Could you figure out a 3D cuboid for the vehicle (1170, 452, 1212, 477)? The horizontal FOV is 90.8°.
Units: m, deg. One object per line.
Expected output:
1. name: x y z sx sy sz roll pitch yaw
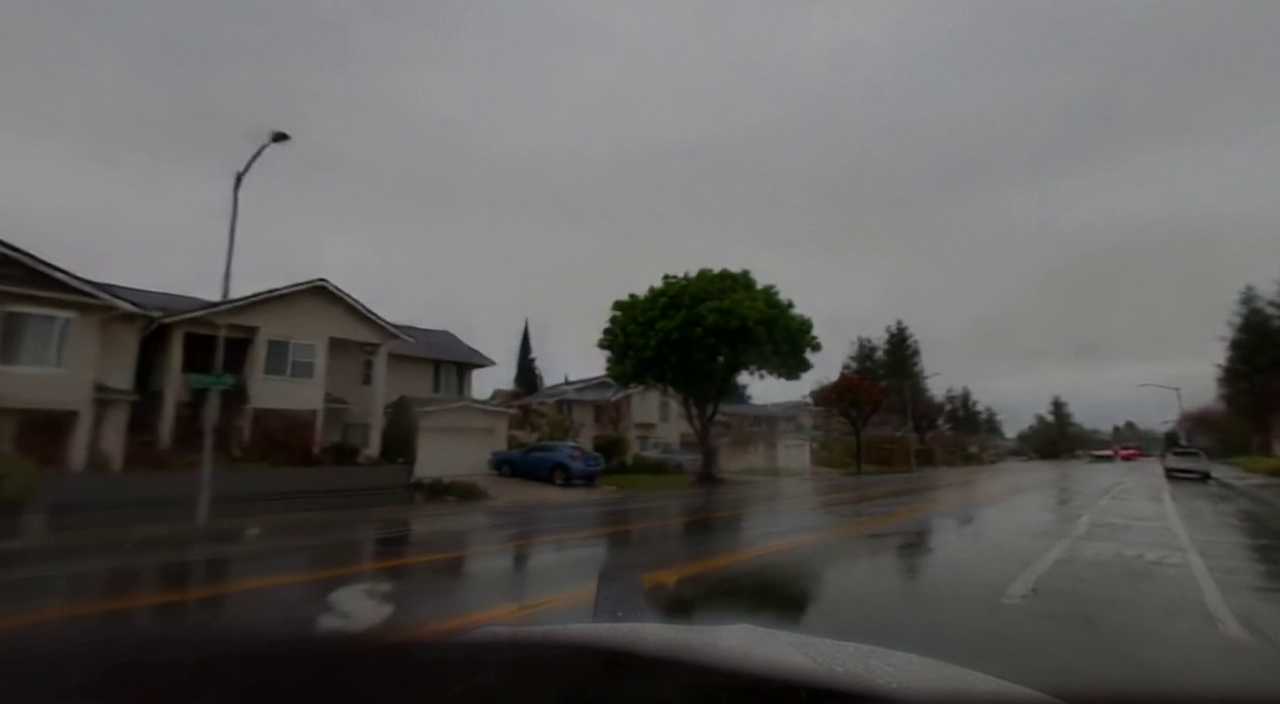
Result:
1. vehicle: 38.188 7.829 43.861 1.971 1.558 4.895 -6 -12 39
